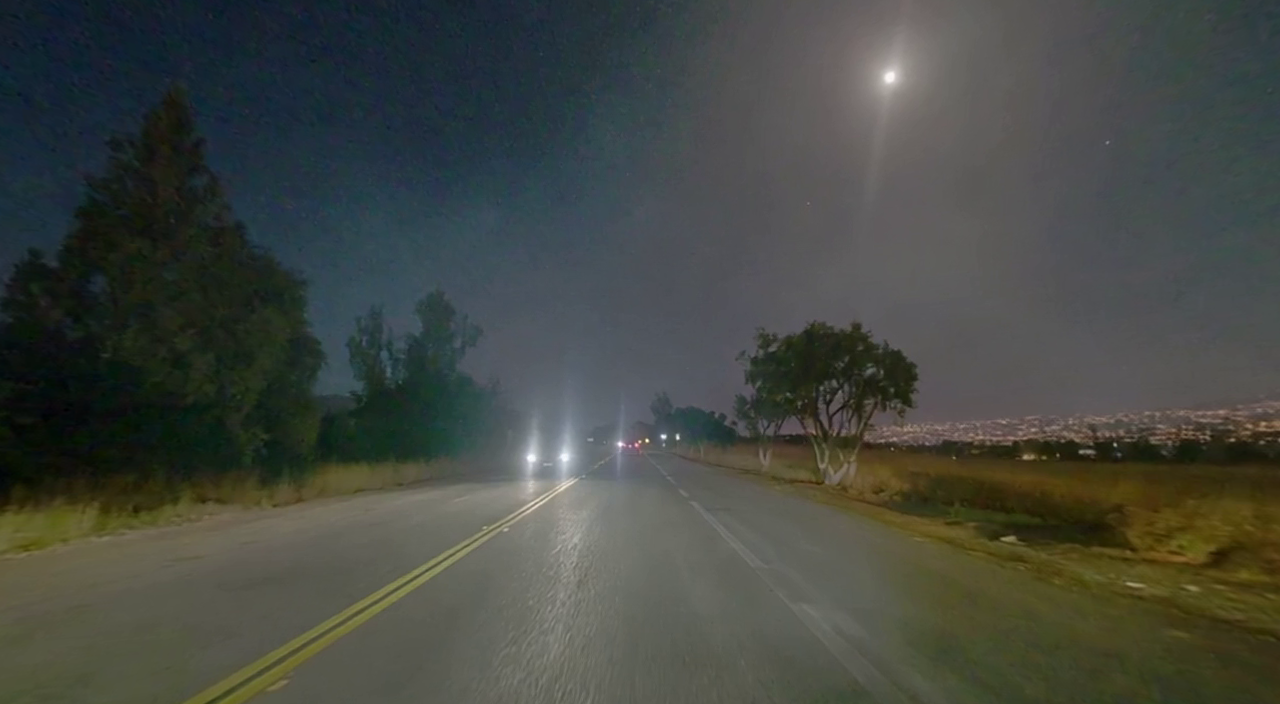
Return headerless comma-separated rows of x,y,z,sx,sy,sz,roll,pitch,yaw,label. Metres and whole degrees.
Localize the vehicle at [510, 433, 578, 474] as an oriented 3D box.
-4.645,5.021,31.421,2.695,1.840,4.689,0,-9,-1,vehicle
